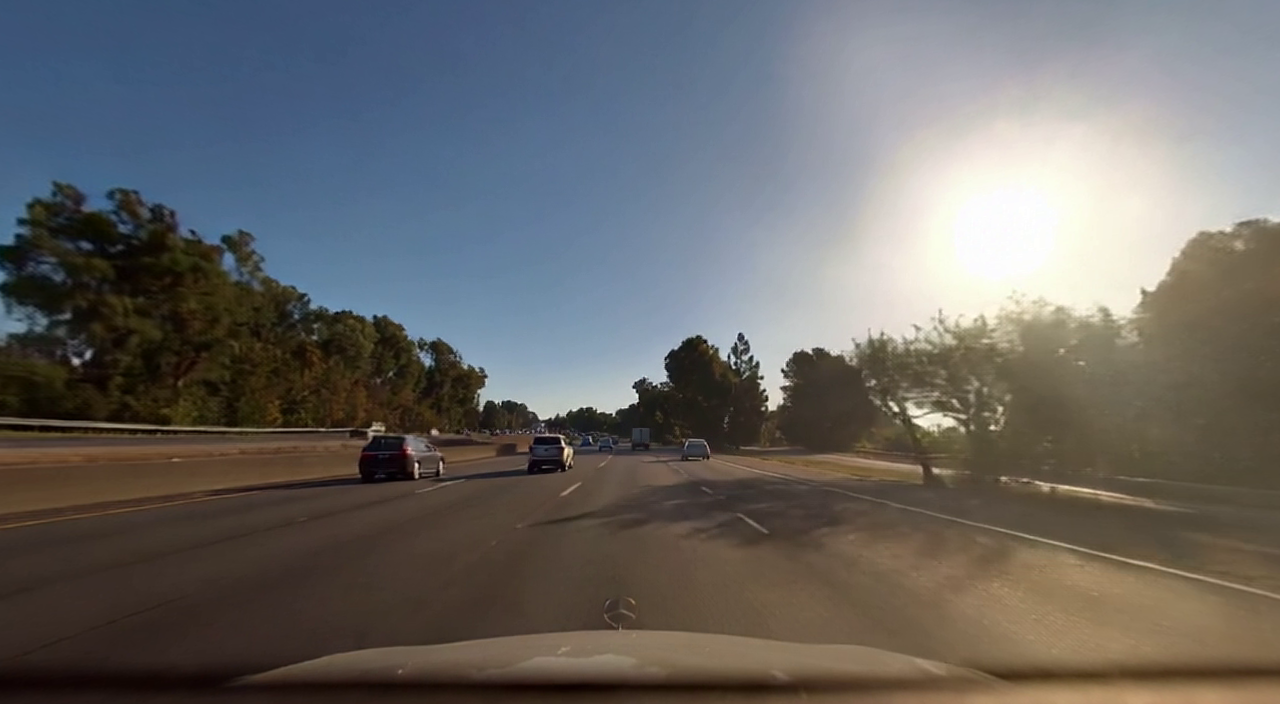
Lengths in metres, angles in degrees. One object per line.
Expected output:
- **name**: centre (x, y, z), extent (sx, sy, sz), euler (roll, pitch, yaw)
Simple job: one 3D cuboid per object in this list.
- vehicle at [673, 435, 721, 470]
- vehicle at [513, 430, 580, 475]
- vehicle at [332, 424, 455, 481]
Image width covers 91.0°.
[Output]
- **vehicle**: centre (2.949, 5.334, 33.516), extent (2.053, 1.698, 4.097), euler (0, -9, -1)
- **vehicle**: centre (-3.678, 4.070, 25.607), extent (2.002, 1.680, 4.301), euler (0, -9, 1)
- **vehicle**: centre (-8.187, 3.413, 21.500), extent (2.237, 1.703, 4.681), euler (0, -9, 1)
